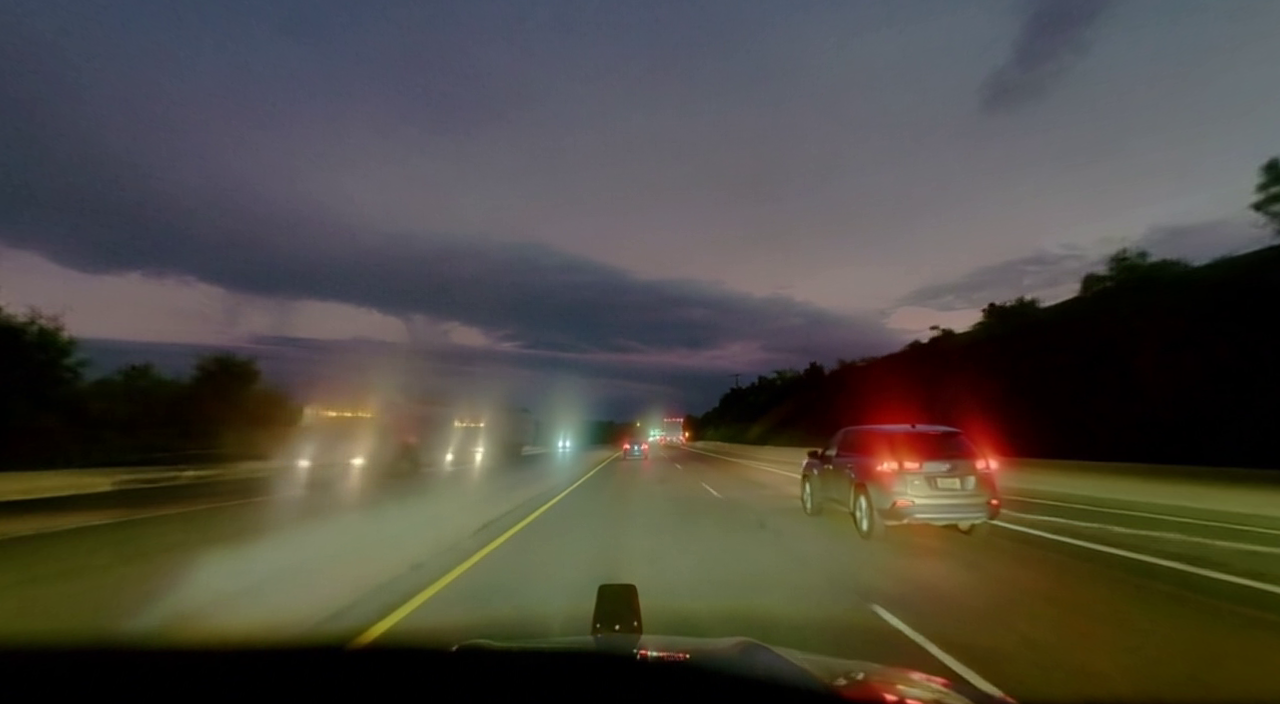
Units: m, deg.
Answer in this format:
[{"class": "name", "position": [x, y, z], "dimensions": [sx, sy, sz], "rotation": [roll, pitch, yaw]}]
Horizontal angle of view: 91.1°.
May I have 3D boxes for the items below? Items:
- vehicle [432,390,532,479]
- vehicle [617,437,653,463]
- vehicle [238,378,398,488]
[{"class": "vehicle", "position": [-8.403, 4.636, 34.976], "dimensions": [3.129, 4.014, 10.246], "rotation": [-4, -8, -2]}, {"class": "vehicle", "position": [-0.337, 5.789, 37.234], "dimensions": [2.004, 1.472, 4.075], "rotation": [0, -8, -1]}, {"class": "vehicle", "position": [-12.611, 3.299, 25.372], "dimensions": [3.118, 3.891, 6.047], "rotation": [-1, -8, 1]}]
